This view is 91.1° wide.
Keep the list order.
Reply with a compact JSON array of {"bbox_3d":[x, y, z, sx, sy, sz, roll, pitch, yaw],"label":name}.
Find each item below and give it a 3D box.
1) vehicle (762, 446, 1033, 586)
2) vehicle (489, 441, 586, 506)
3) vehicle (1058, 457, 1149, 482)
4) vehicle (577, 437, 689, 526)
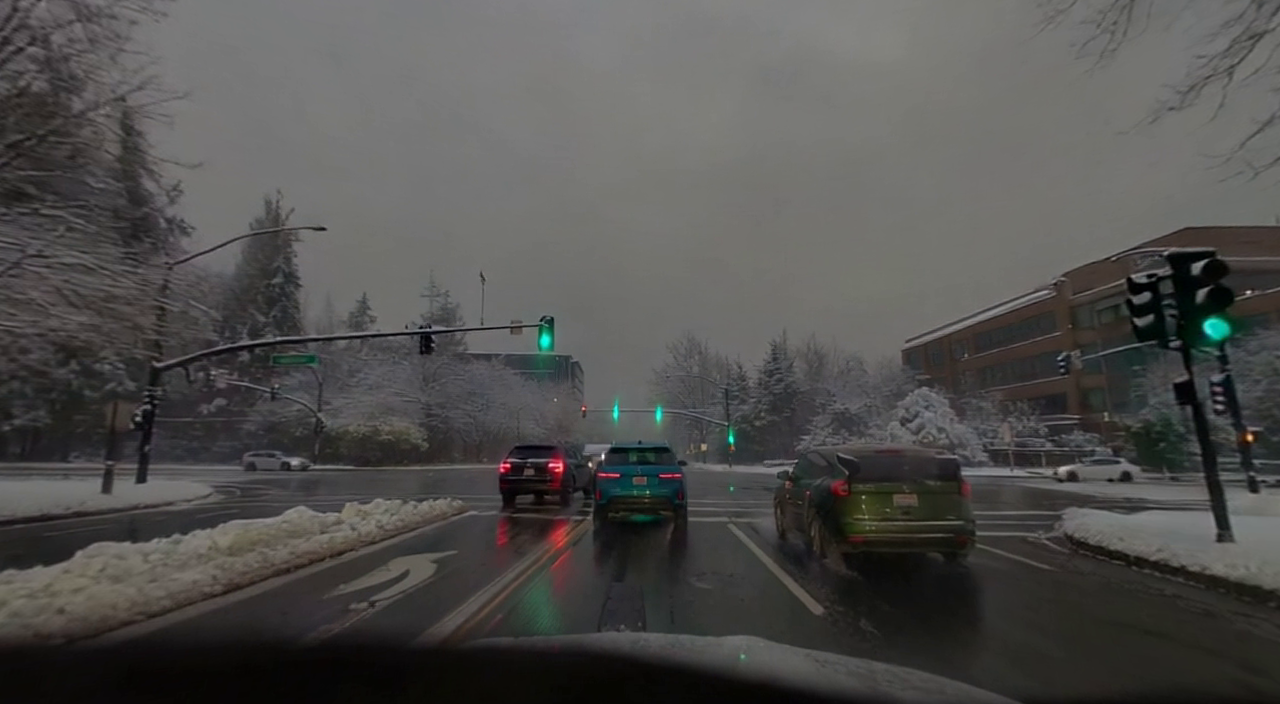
[{"bbox_3d":[3.183,2.091,9.012,2.056,1.468,4.520,0,-9,1],"label":"vehicle"},{"bbox_3d":[-2.822,3.438,18.223,1.987,1.633,4.005,0,-9,3],"label":"vehicle"},{"bbox_3d":[32.954,8.343,44.793,4.705,1.631,2.053,-2,-9,15],"label":"vehicle"},{"bbox_3d":[-0.103,2.775,14.069,2.108,1.654,4.235,0,-9,1],"label":"vehicle"}]
